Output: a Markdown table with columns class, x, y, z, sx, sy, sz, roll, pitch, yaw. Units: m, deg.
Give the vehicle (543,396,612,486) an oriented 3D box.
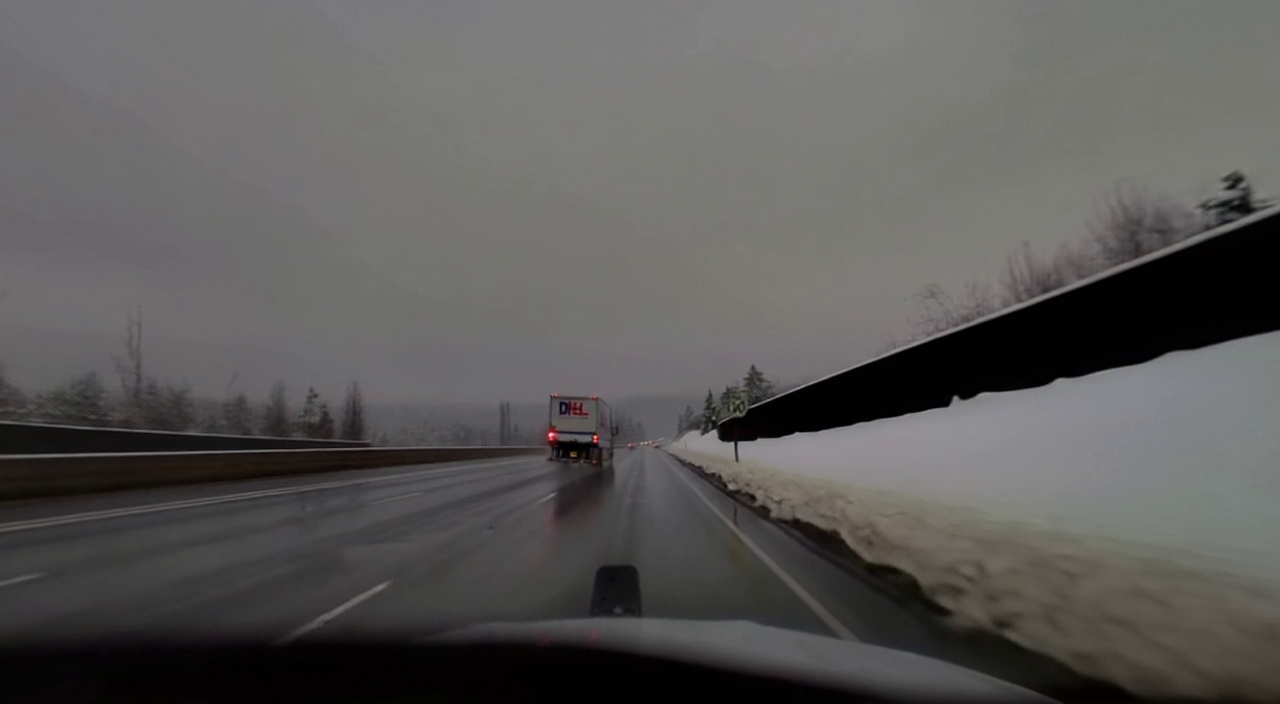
| class | x | y | z | sx | sy | sz | roll | pitch | yaw |
| --- | --- | --- | --- | --- | --- | --- | --- | --- | --- |
| vehicle | -3.107 | 4.734 | 33.864 | 2.796 | 4.184 | 8.554 | 1 | -8 | 0 |
